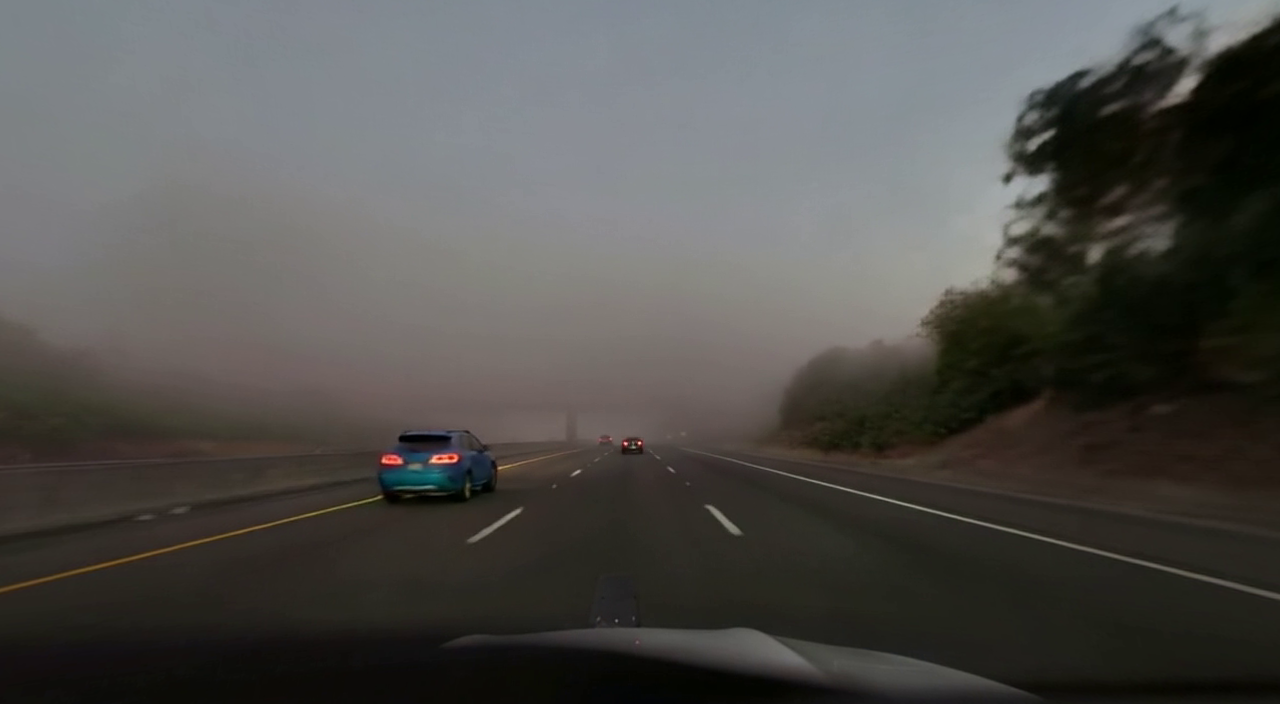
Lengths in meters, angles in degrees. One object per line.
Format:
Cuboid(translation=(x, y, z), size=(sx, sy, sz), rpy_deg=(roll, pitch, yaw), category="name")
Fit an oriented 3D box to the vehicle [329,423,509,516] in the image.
Cuboid(translation=(-4.176, 2.279, 12.853), size=(2.074, 1.535, 4.437), rpy_deg=(0, -8, 0), category="vehicle")
